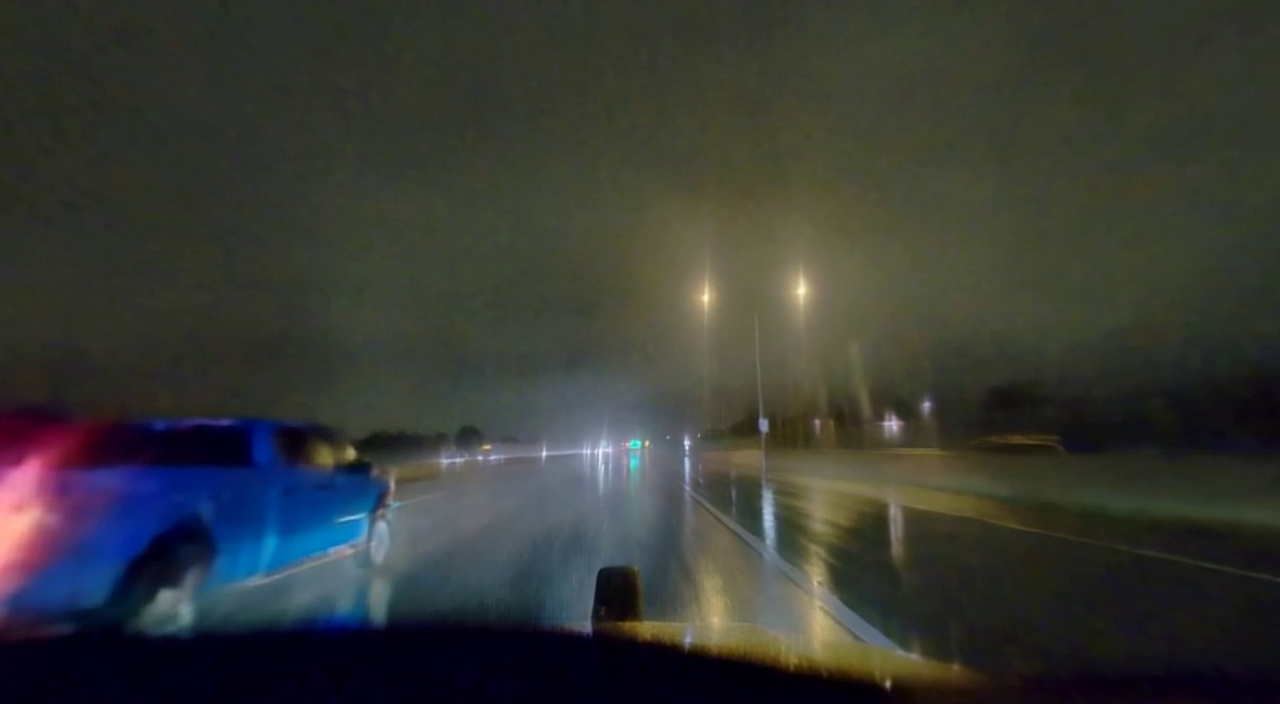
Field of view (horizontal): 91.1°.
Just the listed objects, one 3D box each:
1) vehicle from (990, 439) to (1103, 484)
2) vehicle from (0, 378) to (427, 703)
[{"bbox_3d":[15.611,4.212,24.402,1.834,1.555,3.751,0,-9,-1],"label":"vehicle"},{"bbox_3d":[-3.641,1.329,5.254,2.152,1.717,4.423,0,-9,0],"label":"vehicle"}]
